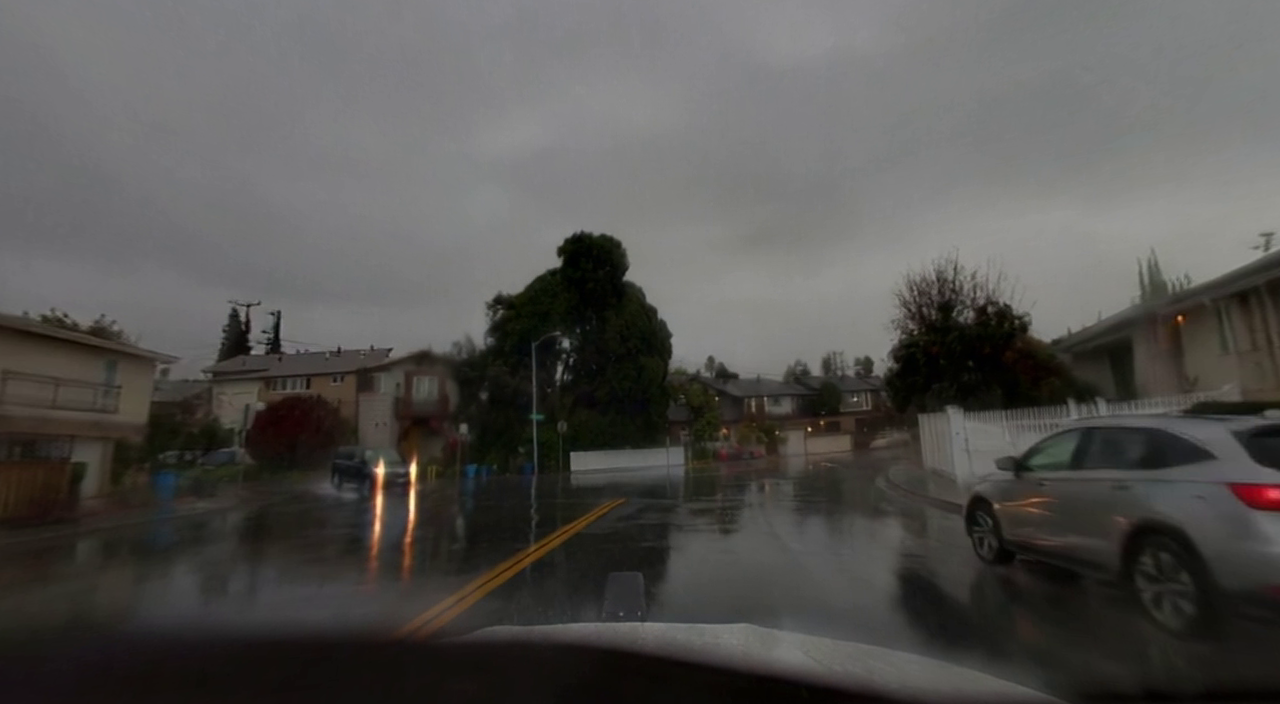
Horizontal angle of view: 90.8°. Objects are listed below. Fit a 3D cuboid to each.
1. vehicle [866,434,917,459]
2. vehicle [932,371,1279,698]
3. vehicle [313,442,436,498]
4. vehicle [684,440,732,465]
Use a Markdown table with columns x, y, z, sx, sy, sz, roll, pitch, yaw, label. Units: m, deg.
| x | y | z | sx | sy | sz | roll | pitch | yaw | label |
| --- | --- | --- | --- | --- | --- | --- | --- | --- | --- |
| 17.868 | 6.677 | 44.737 | 2.097 | 1.679 | 4.633 | -7 | -11 | 37 | vehicle |
| 4.512 | 1.264 | 5.378 | 2.105 | 1.705 | 4.392 | -1 | -9 | 3 | vehicle |
| -9.017 | 3.915 | 21.329 | 4.270 | 1.683 | 1.984 | -7 | -11 | 39 | vehicle |
| 5.128 | 7.582 | 47.249 | 2.095 | 1.711 | 4.307 | -5 | -12 | 28 | vehicle |
